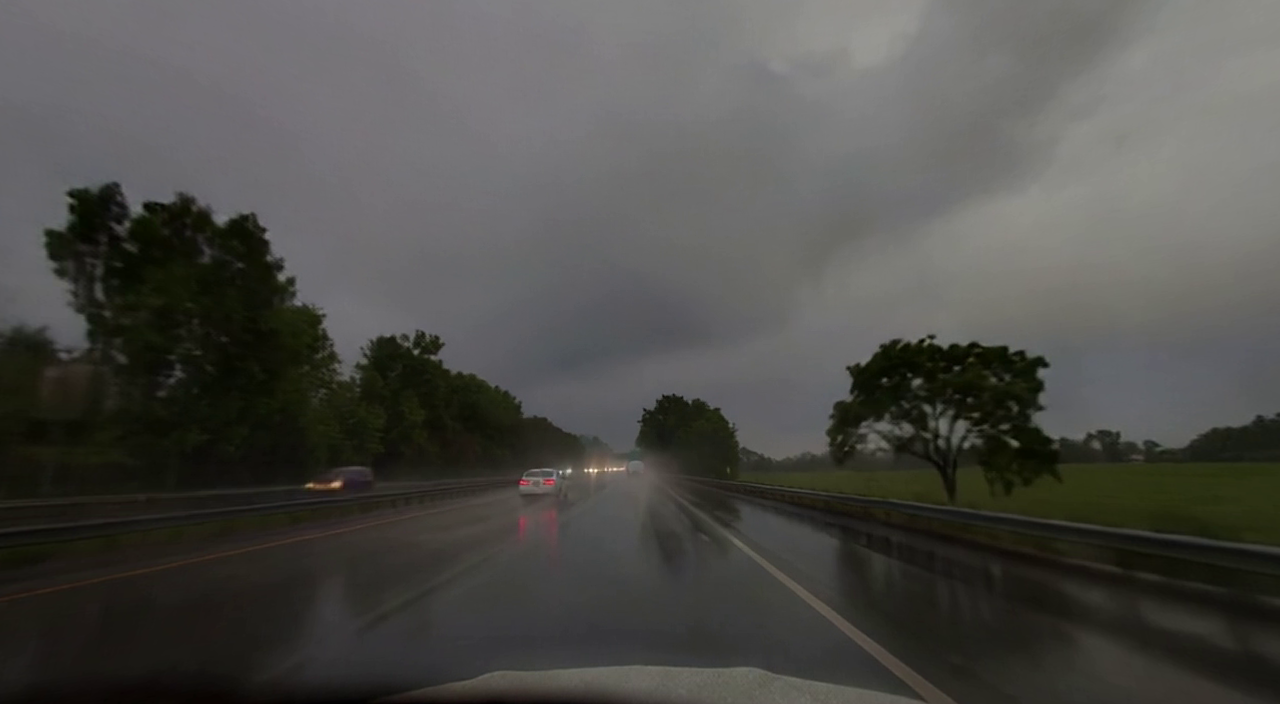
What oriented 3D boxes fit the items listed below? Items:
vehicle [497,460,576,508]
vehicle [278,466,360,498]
[{"bbox_3d":[-3.654,4.810,23.135,2.006,1.516,4.820,1,-11,1],"label":"vehicle"},{"bbox_3d":[-16.592,6.726,32.830,1.880,1.526,4.462,1,-11,1],"label":"vehicle"}]
